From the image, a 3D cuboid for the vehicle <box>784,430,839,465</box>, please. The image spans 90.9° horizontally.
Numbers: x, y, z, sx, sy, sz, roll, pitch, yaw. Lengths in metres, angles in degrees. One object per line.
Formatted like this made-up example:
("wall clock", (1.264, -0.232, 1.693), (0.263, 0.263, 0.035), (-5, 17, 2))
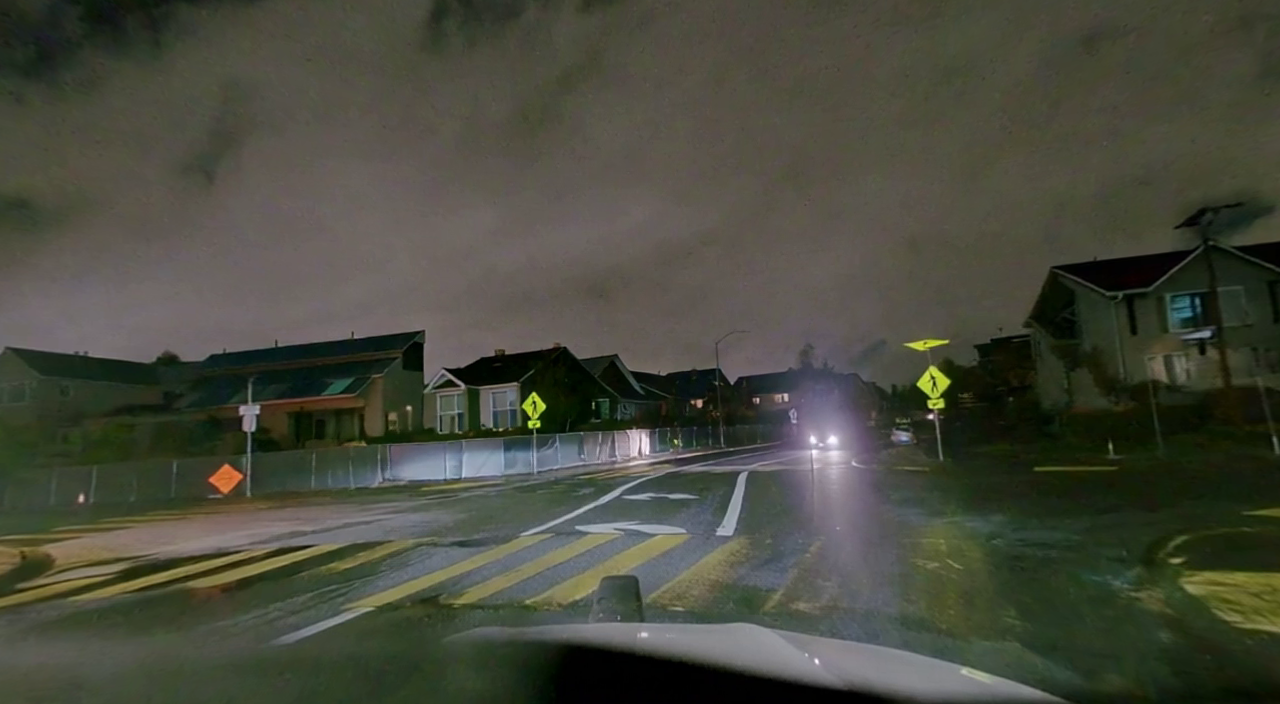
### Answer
("vehicle", (8.074, 4.409, 29.363), (1.966, 1.455, 4.075), (-3, -8, 21))
